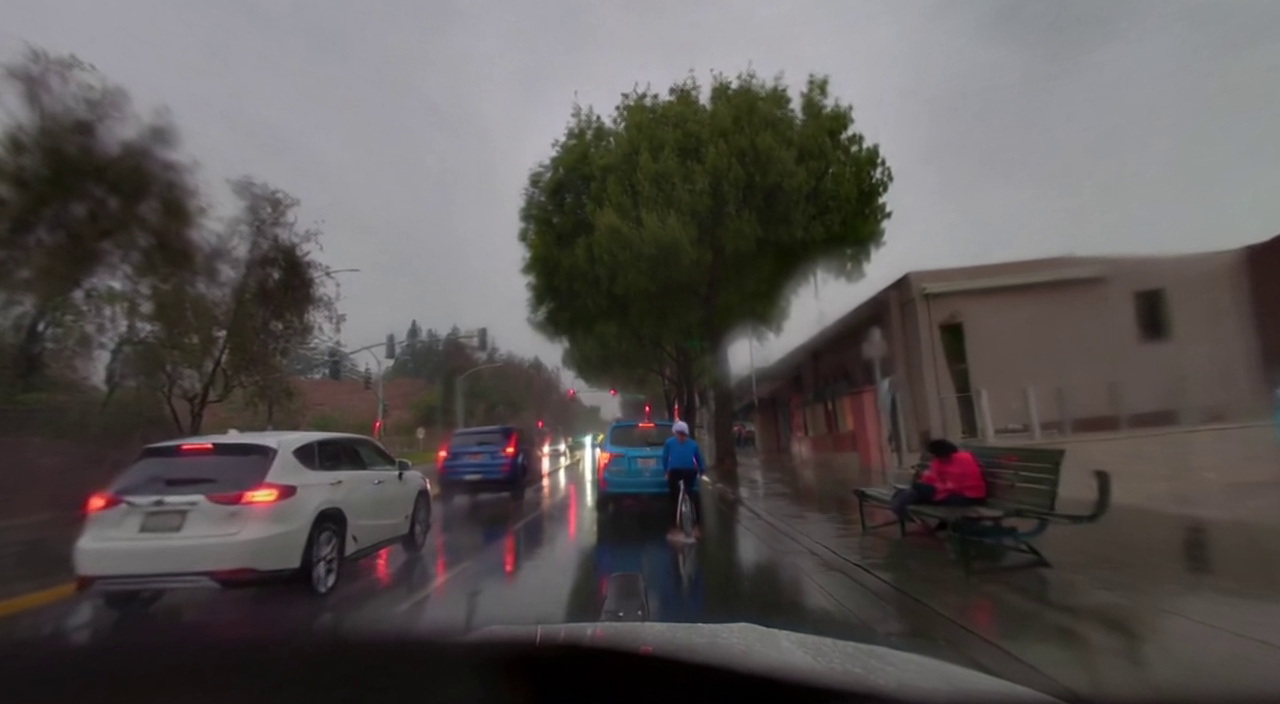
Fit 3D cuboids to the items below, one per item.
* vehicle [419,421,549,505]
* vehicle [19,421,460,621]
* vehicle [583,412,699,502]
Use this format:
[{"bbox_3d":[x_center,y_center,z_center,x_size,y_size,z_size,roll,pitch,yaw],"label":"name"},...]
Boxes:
[{"bbox_3d":[-3.634,2.689,15.651,2.046,1.750,4.452,0,-9,0],"label":"vehicle"},{"bbox_3d":[-3.614,1.586,6.887,2.064,1.486,4.140,0,-9,0],"label":"vehicle"},{"bbox_3d":[-0.015,2.589,15.882,2.426,1.882,5.027,0,-9,-1],"label":"vehicle"}]
